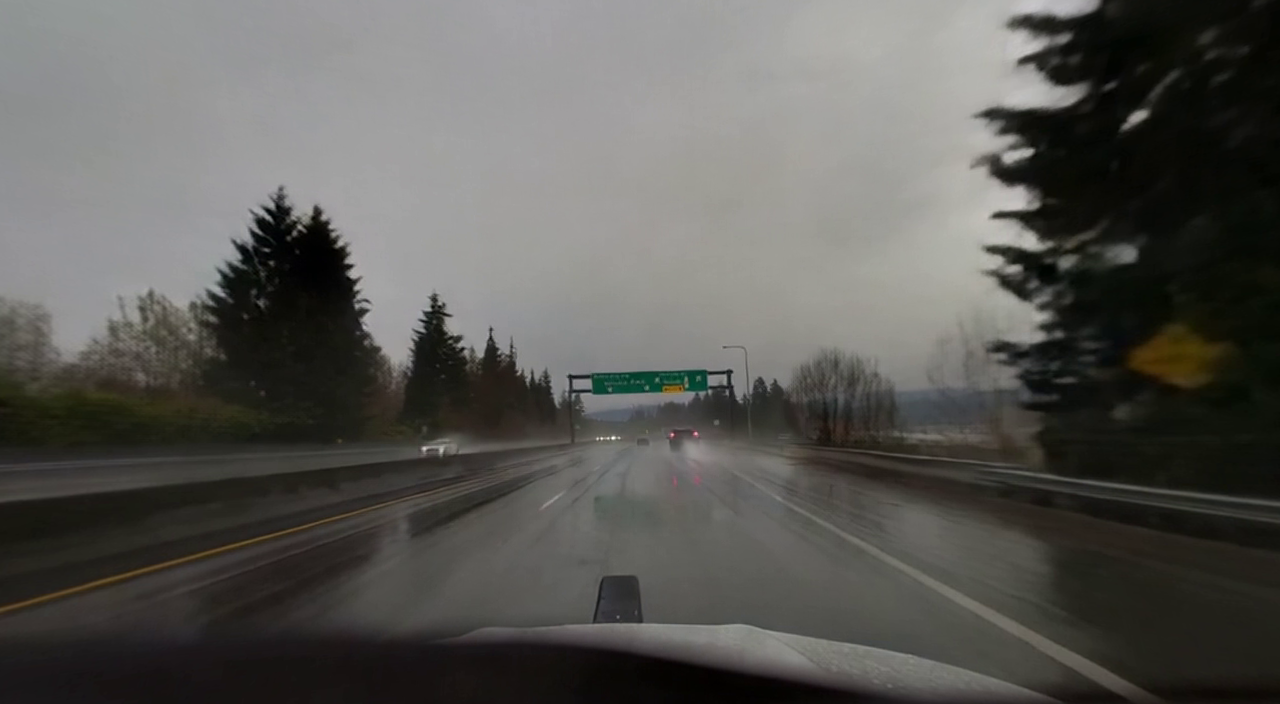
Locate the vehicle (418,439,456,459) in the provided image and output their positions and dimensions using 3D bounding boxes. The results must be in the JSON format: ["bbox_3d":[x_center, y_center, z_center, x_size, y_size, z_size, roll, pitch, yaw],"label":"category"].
[{"bbox_3d":[-15.441,7.401,48.074,1.727,1.439,3.695,0,-8,-1],"label":"vehicle"}]

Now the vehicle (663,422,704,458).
[{"bbox_3d":[2.894,6.039,43.138,2.450,2.314,4.753,0,-8,0],"label":"vehicle"}]
